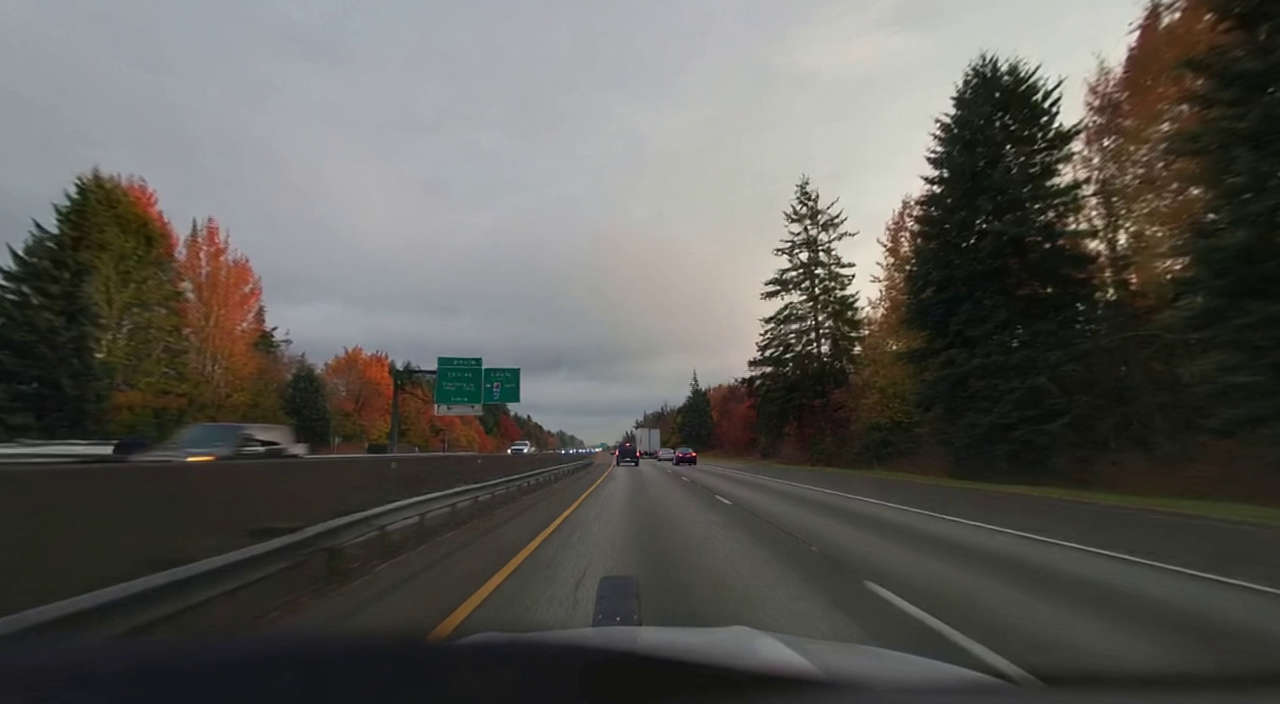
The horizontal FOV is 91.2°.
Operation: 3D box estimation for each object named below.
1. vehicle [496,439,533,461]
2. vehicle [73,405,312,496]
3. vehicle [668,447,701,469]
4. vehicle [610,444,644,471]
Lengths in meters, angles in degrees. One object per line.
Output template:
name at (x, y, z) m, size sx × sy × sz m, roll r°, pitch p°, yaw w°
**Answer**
vehicle at (-9.459, 7.435, 47.500) m, size 1.922 × 1.561 × 4.160 m, roll 0°, pitch -9°, yaw -1°
vehicle at (-8.948, 2.041, 13.102) m, size 1.894 × 1.557 × 4.204 m, roll 0°, pitch -9°, yaw -1°
vehicle at (3.217, 7.730, 45.935) m, size 1.968 × 1.513 × 3.911 m, roll 0°, pitch -9°, yaw -2°
vehicle at (-0.860, 7.017, 41.948) m, size 2.151 × 1.693 × 4.201 m, roll 0°, pitch -9°, yaw -1°
